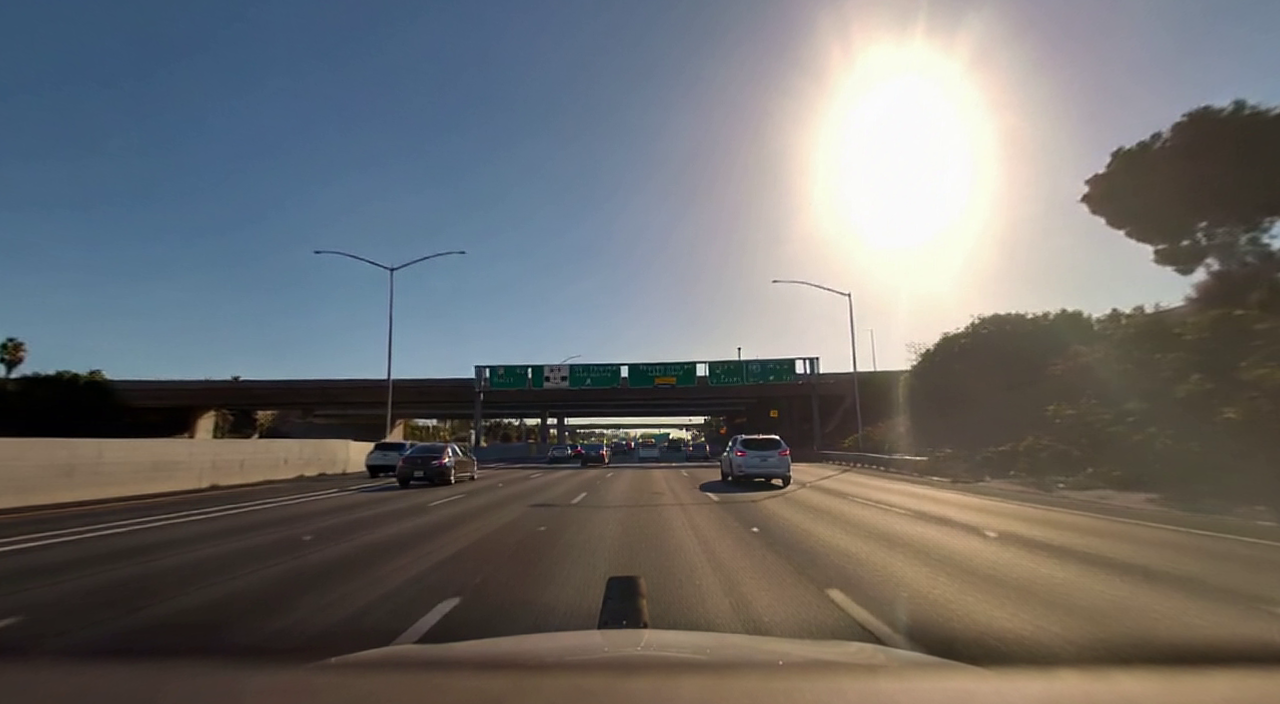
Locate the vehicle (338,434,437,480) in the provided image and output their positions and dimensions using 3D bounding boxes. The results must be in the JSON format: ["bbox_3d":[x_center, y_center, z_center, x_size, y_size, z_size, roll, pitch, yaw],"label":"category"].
[{"bbox_3d":[-11.298,4.734,28.765,2.292,1.848,5.285,0,-8,1],"label":"vehicle"}]

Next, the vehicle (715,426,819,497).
[{"bbox_3d":[3.573,3.195,18.736,2.083,1.823,4.627,0,-8,-1],"label":"vehicle"}]

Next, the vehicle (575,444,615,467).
[{"bbox_3d":[-2.886,6.811,41.605,2.205,1.406,4.286,0,-8,2],"label":"vehicle"}]

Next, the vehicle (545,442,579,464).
[{"bbox_3d":[-5.971,7.750,48.646,1.992,1.604,3.966,0,-8,1],"label":"vehicle"}]

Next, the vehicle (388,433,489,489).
[{"bbox_3d":[-6.579,3.596,21.117,1.946,1.688,4.019,0,-8,1],"label":"vehicle"}]

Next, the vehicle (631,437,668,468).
[{"bbox_3d":[0.599,6.090,38.296,2.133,1.739,3.925,0,-8,1],"label":"vehicle"}]
